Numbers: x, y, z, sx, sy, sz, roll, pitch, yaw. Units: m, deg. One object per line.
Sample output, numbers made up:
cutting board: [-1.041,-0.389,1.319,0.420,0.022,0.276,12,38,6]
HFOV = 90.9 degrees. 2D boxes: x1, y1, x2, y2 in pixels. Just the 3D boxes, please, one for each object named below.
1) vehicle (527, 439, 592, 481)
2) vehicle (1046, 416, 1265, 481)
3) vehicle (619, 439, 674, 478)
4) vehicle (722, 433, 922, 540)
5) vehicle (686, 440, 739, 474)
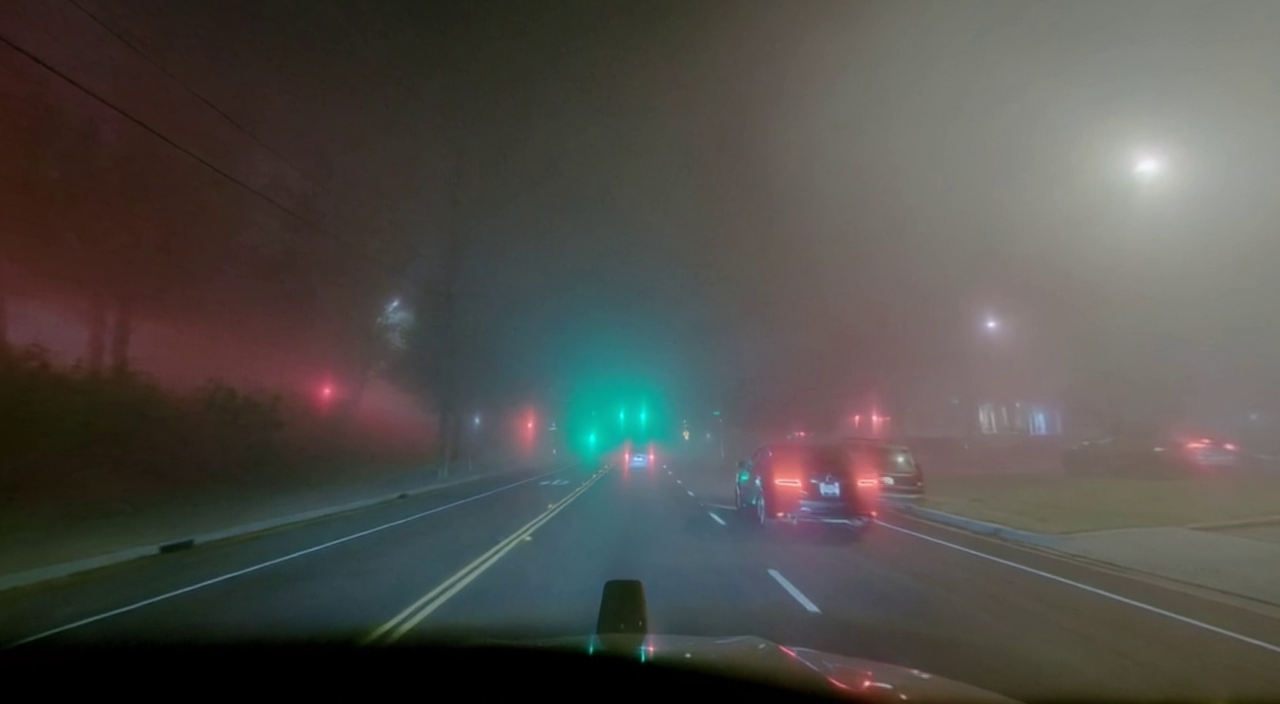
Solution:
vehicle: [-3.117,4.266,25.282,2.012,1.505,4.205,0,-8,1]
vehicle: [16.528,3.210,20.792,2.478,1.836,5.409,0,-9,-2]
vehicle: [0.241,4.370,26.266,2.101,1.467,4.210,0,-8,0]
vehicle: [2.856,2.219,11.151,2.158,1.483,4.415,0,-8,-1]
vehicle: [3.308,4.875,29.512,1.943,1.484,4.030,0,-8,-1]
